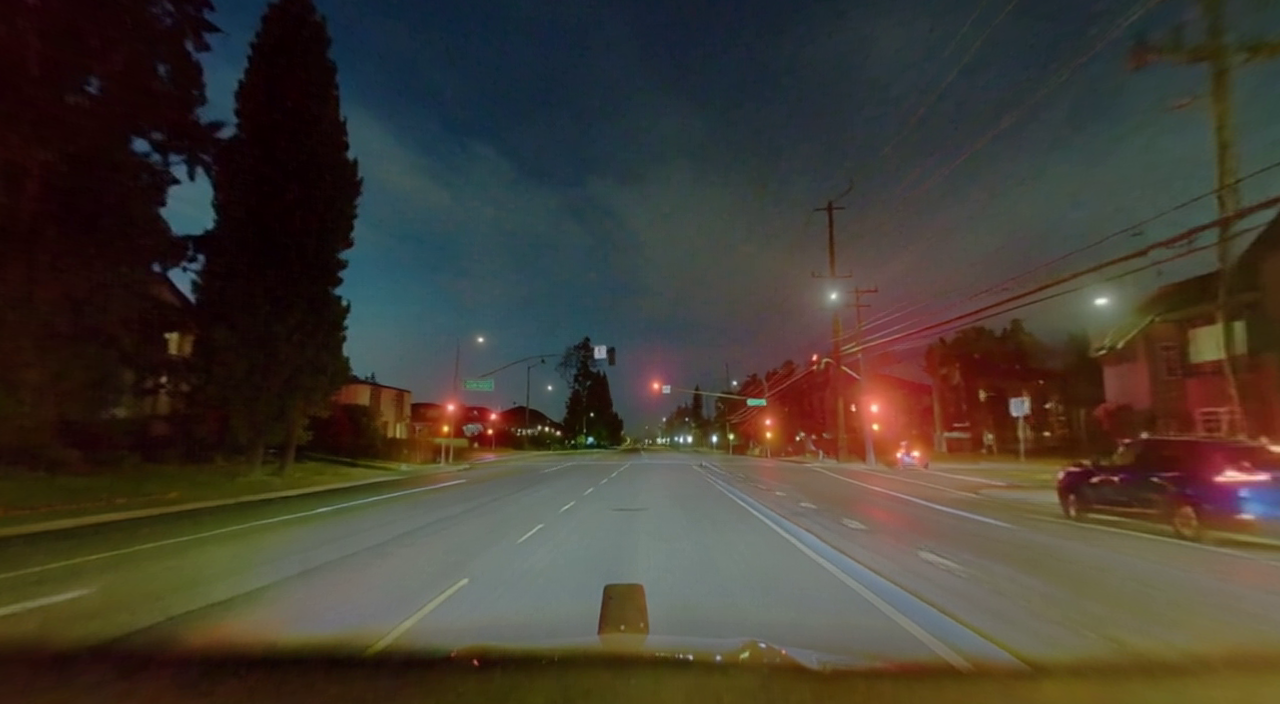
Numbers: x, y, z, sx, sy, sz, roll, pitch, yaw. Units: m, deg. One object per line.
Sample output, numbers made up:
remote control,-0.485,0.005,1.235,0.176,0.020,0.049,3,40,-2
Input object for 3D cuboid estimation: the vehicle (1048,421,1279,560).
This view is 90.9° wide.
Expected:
vehicle,9.422,2.127,10.428,2.170,1.771,4.908,0,-8,3
